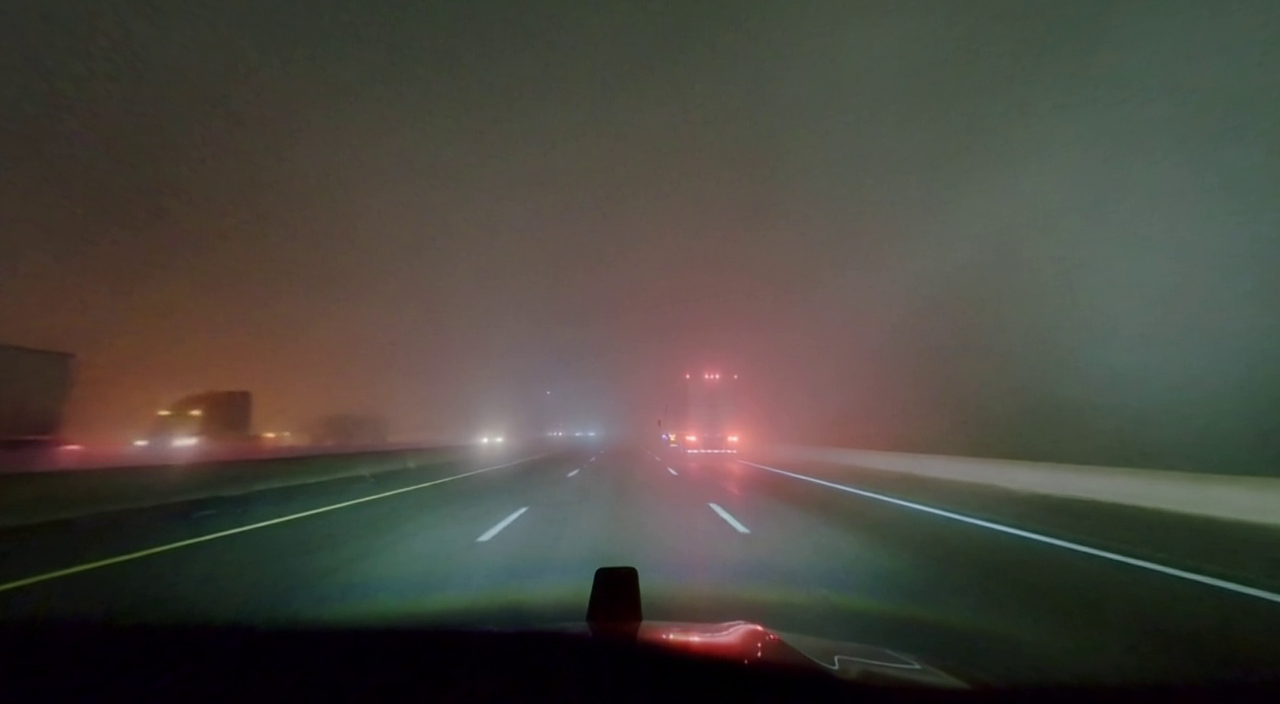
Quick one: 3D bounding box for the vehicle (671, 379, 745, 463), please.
[{"bbox_3d":[3.428,3.878,34.275,2.859,3.981,8.596,0,-8,-1],"label":"vehicle"}]
